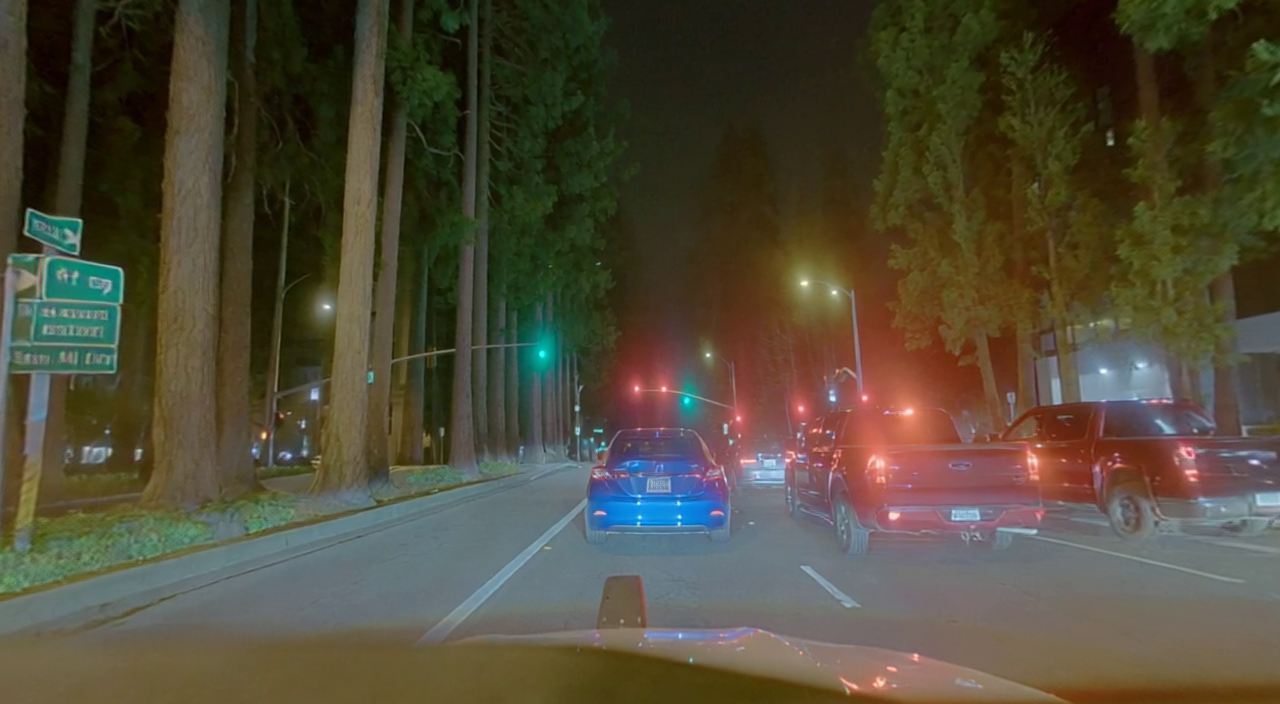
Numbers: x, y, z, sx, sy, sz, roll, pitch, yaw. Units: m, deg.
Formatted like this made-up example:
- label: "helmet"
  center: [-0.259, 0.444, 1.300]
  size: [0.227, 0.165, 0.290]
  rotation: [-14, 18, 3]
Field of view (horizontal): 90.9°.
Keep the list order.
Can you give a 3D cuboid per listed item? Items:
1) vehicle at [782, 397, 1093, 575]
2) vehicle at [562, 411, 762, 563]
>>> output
- label: "vehicle"
  center: [3.390, 1.625, 8.371]
  size: [2.099, 1.725, 4.290]
  rotation: [0, -8, 2]
- label: "vehicle"
  center: [0.249, 1.773, 8.972]
  size: [2.168, 1.641, 4.039]
  rotation: [0, -8, 0]
